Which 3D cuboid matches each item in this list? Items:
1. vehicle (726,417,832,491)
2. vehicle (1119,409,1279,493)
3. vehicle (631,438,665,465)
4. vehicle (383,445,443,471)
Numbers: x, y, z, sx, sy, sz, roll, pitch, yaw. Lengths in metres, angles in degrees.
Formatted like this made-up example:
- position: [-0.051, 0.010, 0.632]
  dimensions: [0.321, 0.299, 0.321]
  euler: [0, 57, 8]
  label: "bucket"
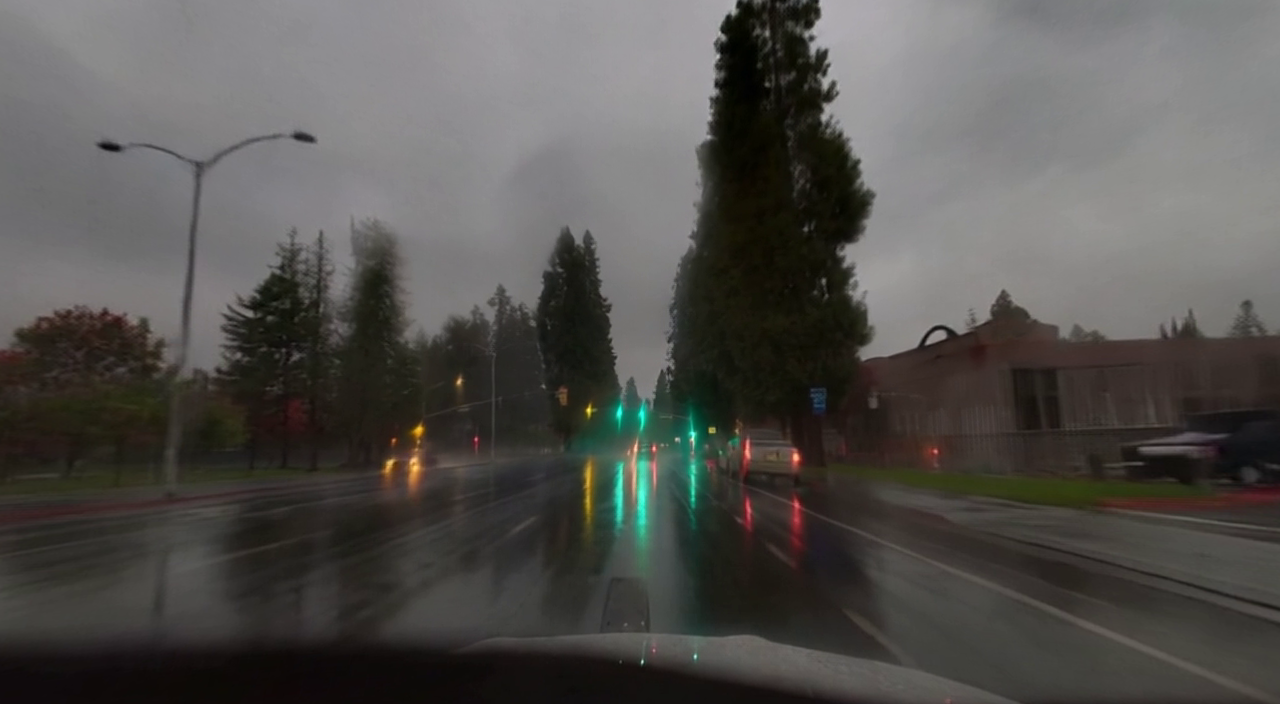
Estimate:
- position: [4.424, 3.406, 21.364]
  dimensions: [2.162, 2.080, 6.515]
  euler: [0, -8, 1]
  label: "vehicle"
- position: [14.363, 2.332, 14.975]
  dimensions: [2.069, 1.747, 4.822]
  euler: [0, -8, -1]
  label: "vehicle"
- position: [0.559, 6.770, 42.996]
  dimensions: [2.169, 1.751, 4.276]
  euler: [-1, -8, 1]
  label: "vehicle"
- position: [-14.013, 6.555, 39.236]
  dimensions: [1.960, 1.487, 4.632]
  euler: [-1, -8, 1]
  label: "vehicle"
